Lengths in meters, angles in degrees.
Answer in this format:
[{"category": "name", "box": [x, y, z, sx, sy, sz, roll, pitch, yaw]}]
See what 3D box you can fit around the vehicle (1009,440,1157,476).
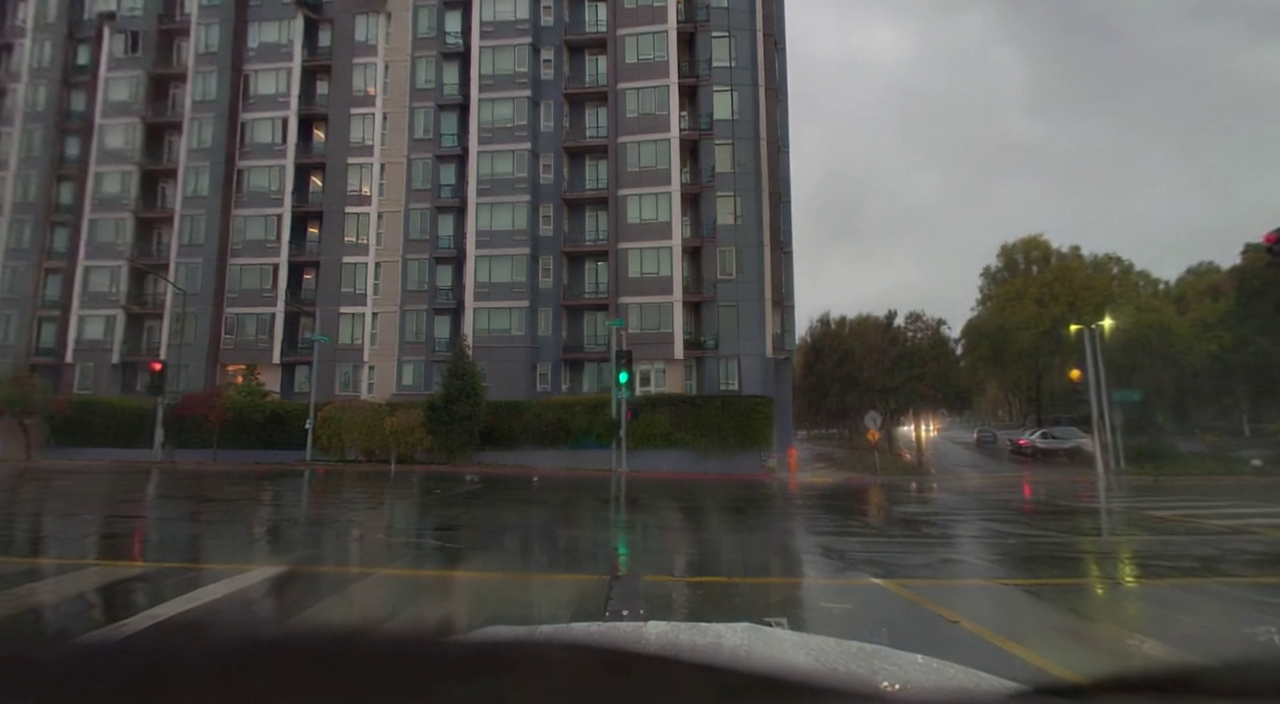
[{"category": "vehicle", "box": [18.623, 4.461, 26.677, 4.823, 1.458, 1.914, 0, -9, -1]}]
